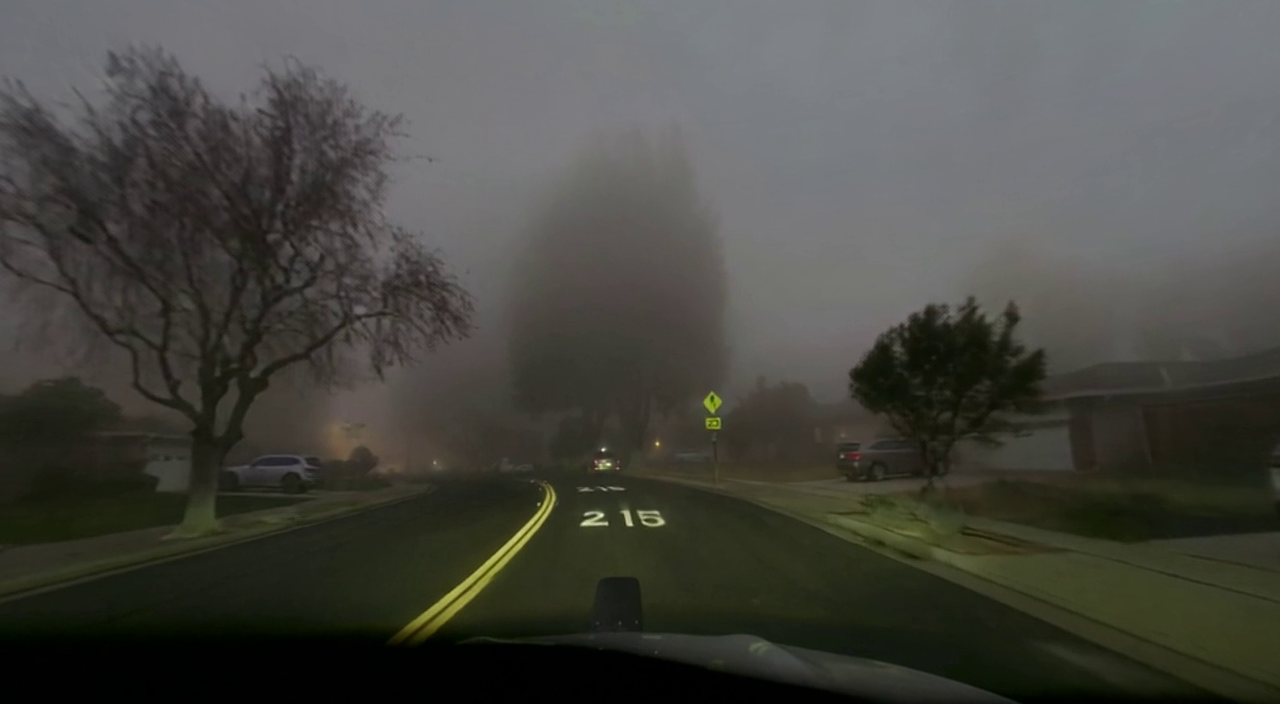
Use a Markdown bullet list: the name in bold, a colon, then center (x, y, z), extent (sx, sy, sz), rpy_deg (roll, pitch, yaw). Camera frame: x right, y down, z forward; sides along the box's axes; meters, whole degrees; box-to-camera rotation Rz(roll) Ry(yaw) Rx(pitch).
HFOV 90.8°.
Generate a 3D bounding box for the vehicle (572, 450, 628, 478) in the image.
- **vehicle**: center (-2.486, 6.670, 37.920), extent (2.181, 1.494, 5.023), rpy_deg (2, -9, -18)

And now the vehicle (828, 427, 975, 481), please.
- **vehicle**: center (8.900, 3.452, 21.598), extent (4.284, 1.522, 1.893), rpy_deg (-1, -8, -17)

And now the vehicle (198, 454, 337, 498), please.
- **vehicle**: center (-15.170, 5.039, 26.049), extent (4.664, 1.580, 1.973), rpy_deg (3, -9, -23)
